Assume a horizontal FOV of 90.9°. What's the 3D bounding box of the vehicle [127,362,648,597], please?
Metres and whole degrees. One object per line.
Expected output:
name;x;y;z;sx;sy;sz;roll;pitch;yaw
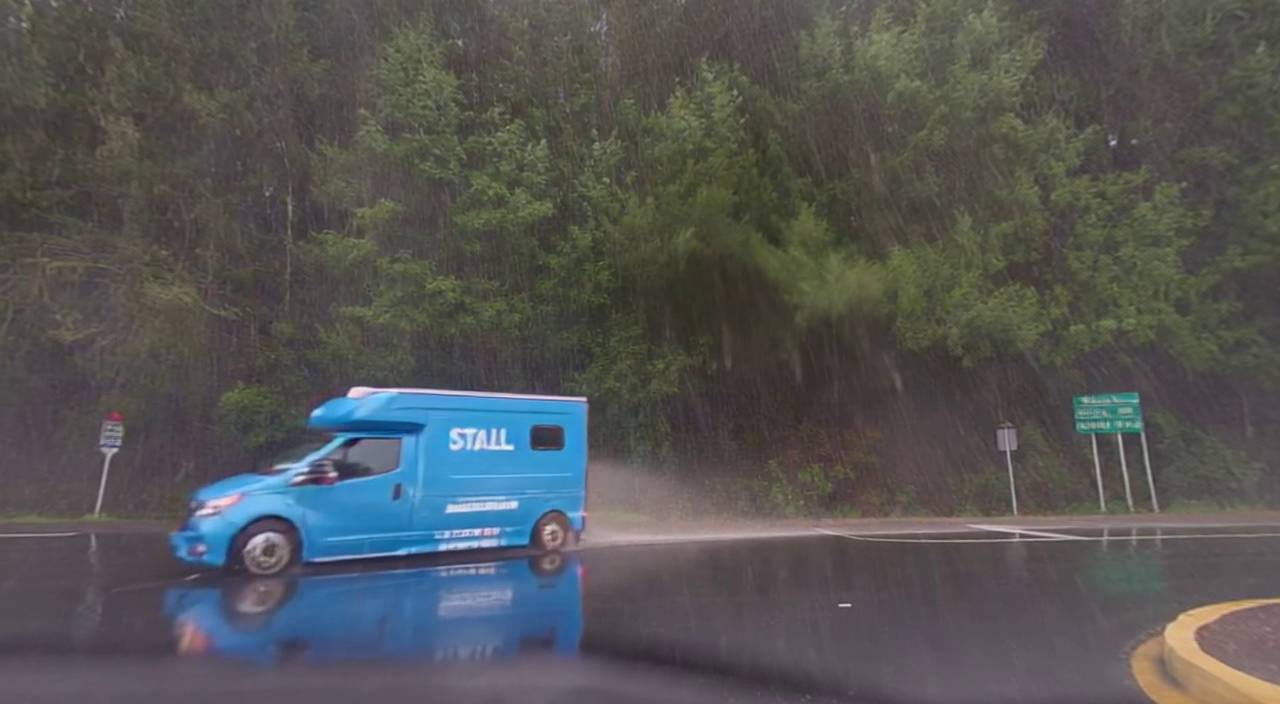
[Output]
vehicle;-3.056;1.657;8.891;5.923;2.424;2.247;4;-10;-25
